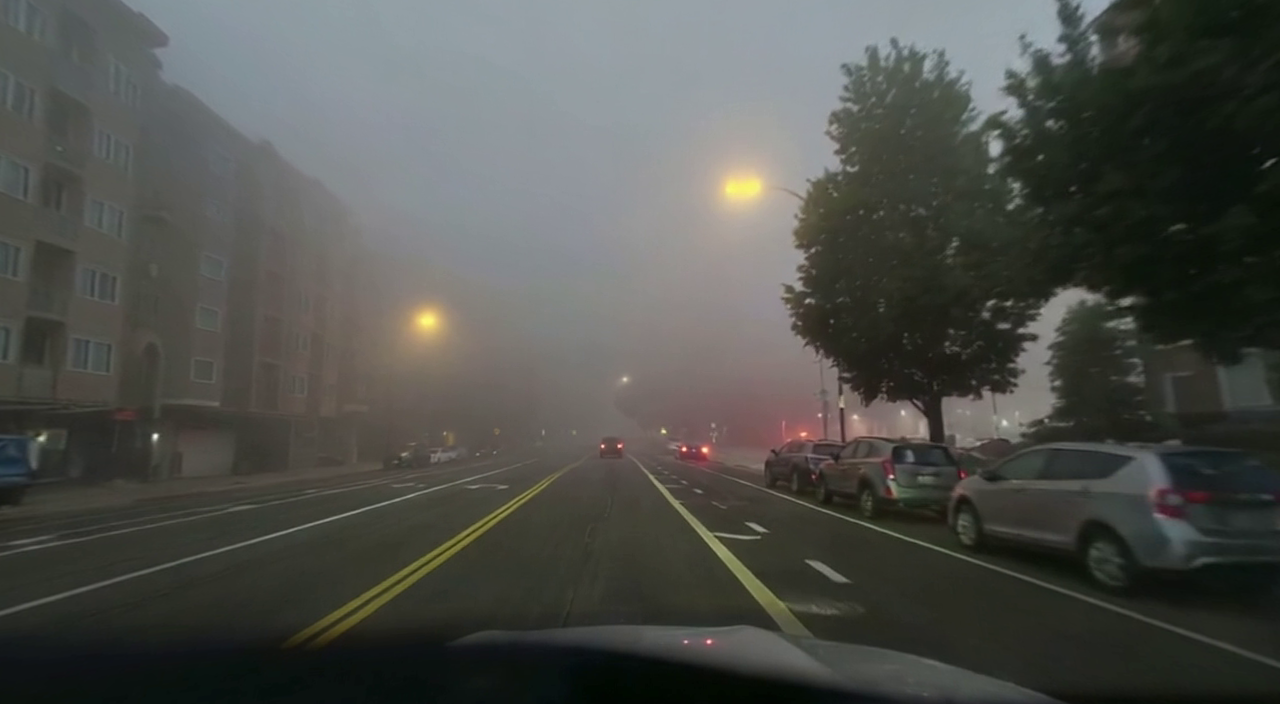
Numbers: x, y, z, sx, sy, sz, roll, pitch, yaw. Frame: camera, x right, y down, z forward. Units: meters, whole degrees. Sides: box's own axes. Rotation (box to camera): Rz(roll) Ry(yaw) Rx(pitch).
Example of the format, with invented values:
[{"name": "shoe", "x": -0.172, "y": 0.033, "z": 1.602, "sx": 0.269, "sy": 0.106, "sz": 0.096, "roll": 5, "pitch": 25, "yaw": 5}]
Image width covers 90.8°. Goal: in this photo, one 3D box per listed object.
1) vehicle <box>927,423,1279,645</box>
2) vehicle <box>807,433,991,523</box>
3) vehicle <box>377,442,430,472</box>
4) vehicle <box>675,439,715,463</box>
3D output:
[{"name": "vehicle", "x": 5.122, "y": 1.574, "z": 6.674, "sx": 2.049, "sy": 1.507, "sz": 4.585, "roll": 0, "pitch": -8, "yaw": 0}, {"name": "vehicle", "x": 4.866, "y": 2.390, "z": 12.616, "sx": 1.797, "sy": 1.486, "sz": 4.154, "roll": 0, "pitch": -8, "yaw": -2}, {"name": "vehicle", "x": -14.400, "y": 6.367, "z": 38.705, "sx": 1.908, "sy": 1.694, "sz": 4.306, "roll": 1, "pitch": -8, "yaw": -5}, {"name": "vehicle", "x": 3.546, "y": 6.483, "z": 41.657, "sx": 2.085, "sy": 1.466, "sz": 4.276, "roll": 0, "pitch": -8, "yaw": -3}]
